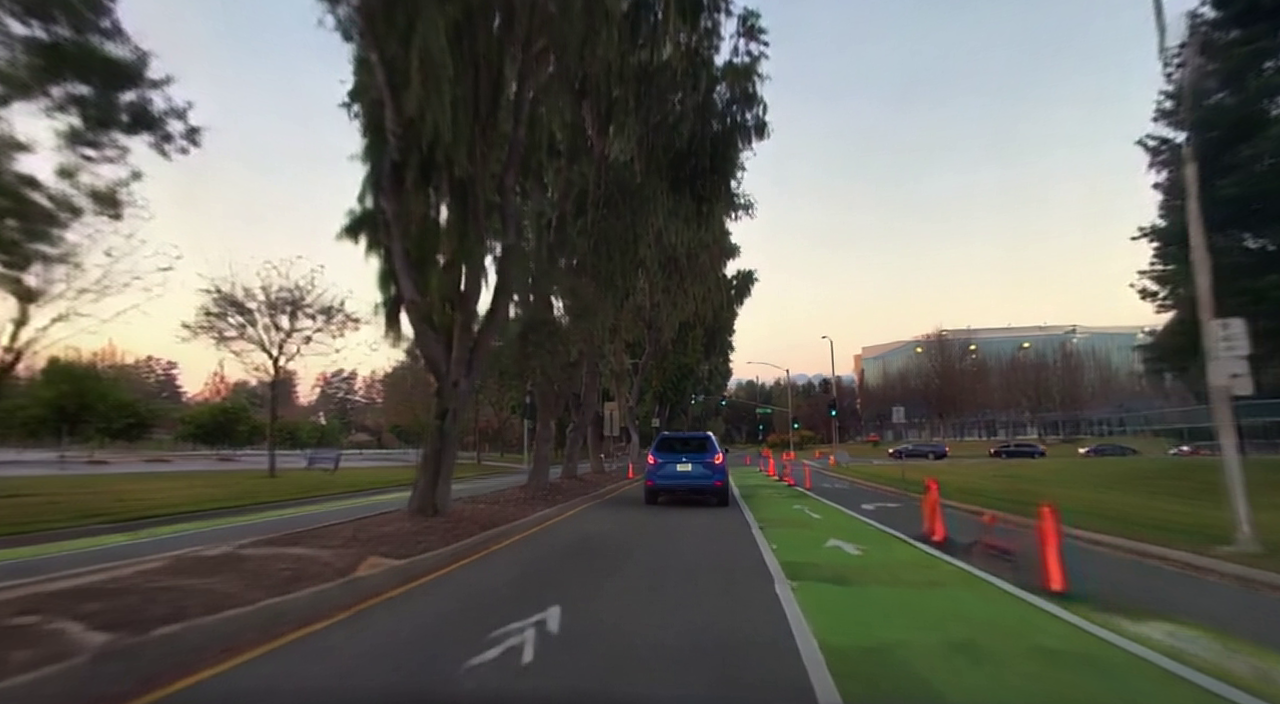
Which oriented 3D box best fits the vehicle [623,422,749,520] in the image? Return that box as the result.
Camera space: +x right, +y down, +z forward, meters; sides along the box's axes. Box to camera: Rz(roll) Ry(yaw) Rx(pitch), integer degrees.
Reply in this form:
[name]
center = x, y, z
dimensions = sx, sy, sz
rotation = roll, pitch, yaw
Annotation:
[vehicle]
center = 1.086, 2.558, 14.141
dimensions = 2.339, 1.790, 4.629
rotation = -1, -9, 6
